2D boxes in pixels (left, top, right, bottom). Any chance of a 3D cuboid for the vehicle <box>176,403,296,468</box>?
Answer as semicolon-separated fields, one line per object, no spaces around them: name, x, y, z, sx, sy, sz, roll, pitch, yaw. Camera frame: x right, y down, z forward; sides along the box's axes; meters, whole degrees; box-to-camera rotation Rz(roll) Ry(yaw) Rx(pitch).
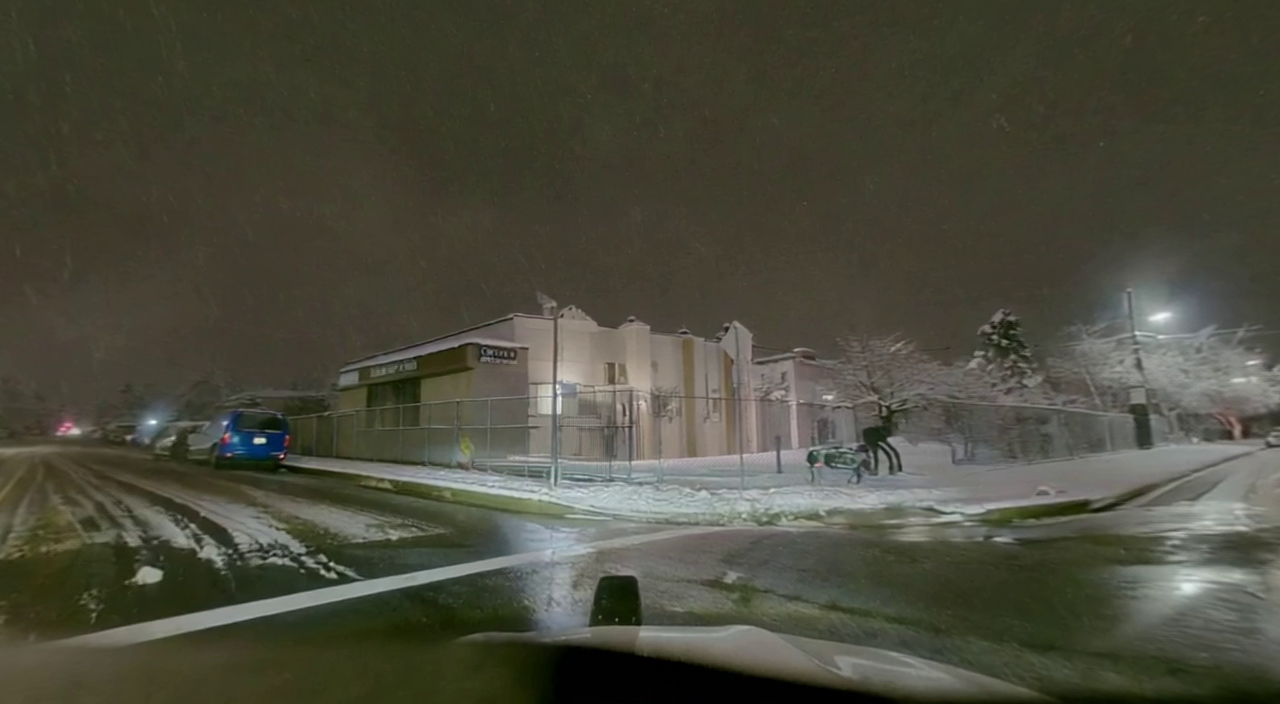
vehicle;-14.607;3.051;22.679;2.327;2.021;5.850;8;-12;-44
